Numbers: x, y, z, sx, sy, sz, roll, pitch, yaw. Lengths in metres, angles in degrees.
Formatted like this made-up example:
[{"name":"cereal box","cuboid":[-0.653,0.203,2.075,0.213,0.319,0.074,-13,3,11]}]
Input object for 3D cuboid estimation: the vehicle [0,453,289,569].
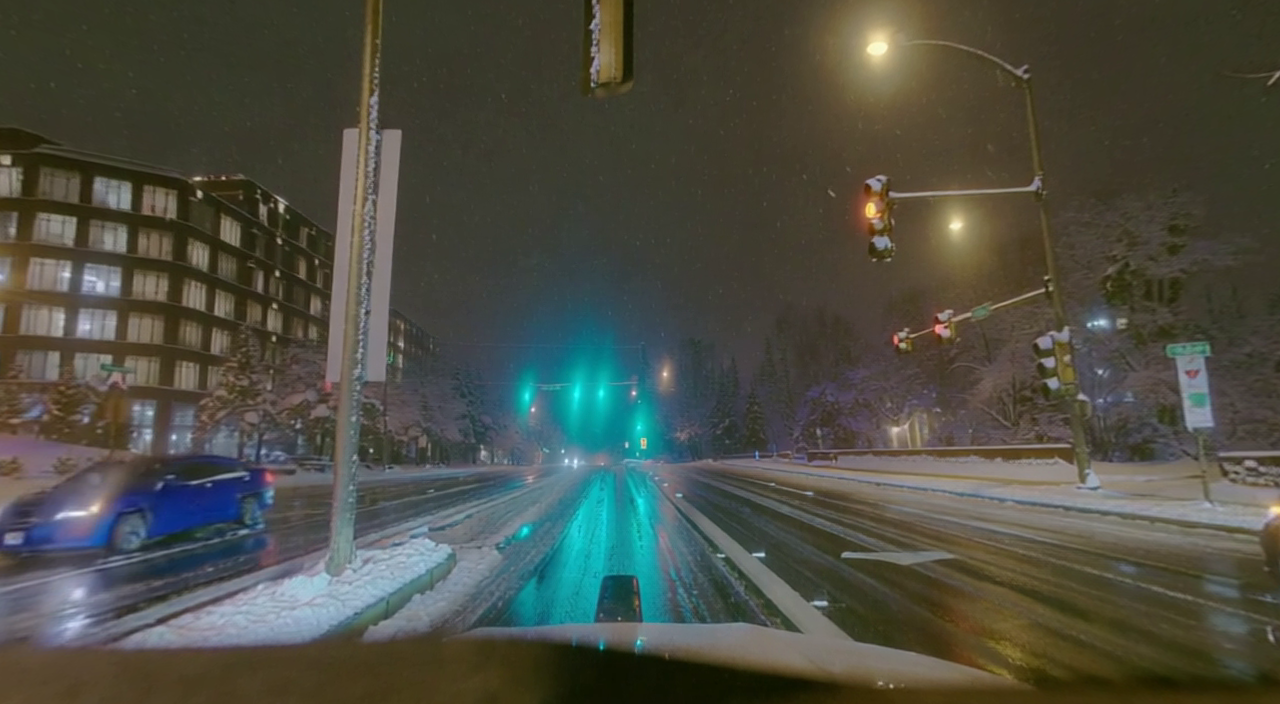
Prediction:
[{"name":"vehicle","cuboid":[-8.800,2.639,11.264,1.970,1.578,4.470,-2,-9,7]}]
